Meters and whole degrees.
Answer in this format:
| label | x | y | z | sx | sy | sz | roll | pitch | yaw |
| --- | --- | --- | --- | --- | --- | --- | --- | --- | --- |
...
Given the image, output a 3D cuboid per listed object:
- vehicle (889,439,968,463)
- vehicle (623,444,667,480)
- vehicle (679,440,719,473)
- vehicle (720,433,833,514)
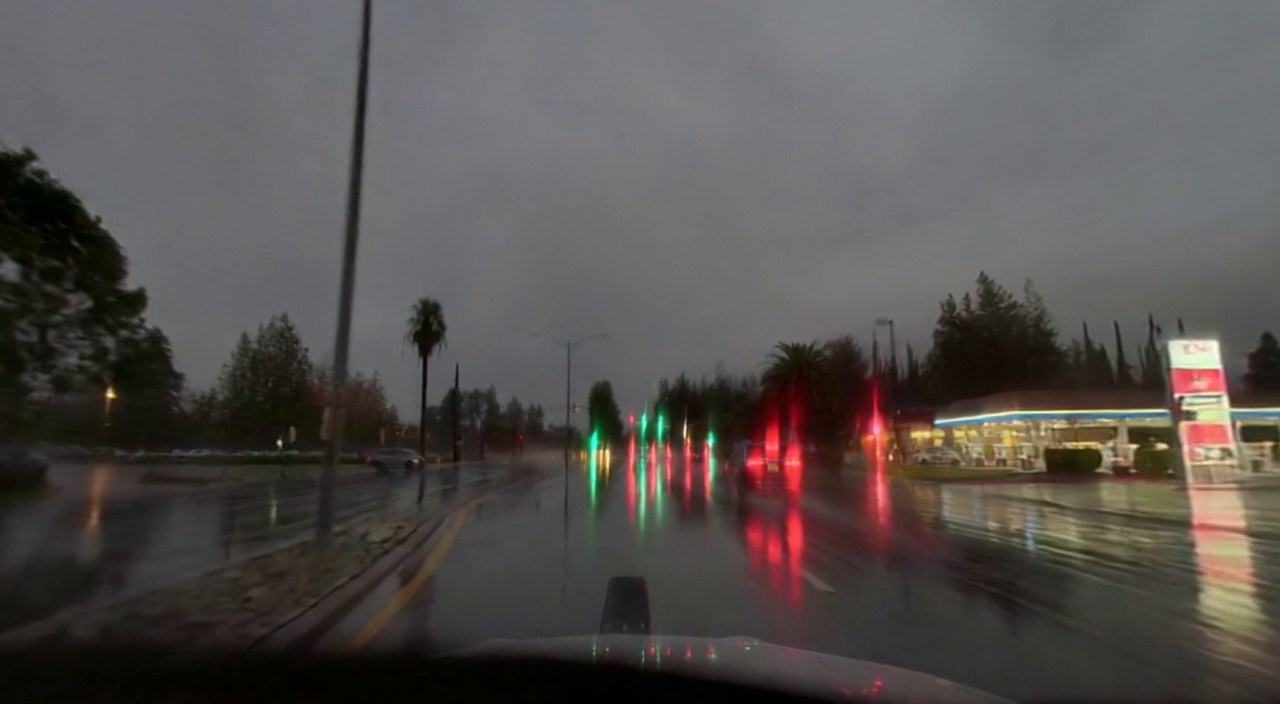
| label | x | y | z | sx | sy | sz | roll | pitch | yaw |
| --- | --- | --- | --- | --- | --- | --- | --- | --- | --- |
| vehicle | 21.807 | 7.492 | 47.776 | 4.831 | 1.816 | 2.295 | 0 | -8 | -2 |
| vehicle | 0.251 | 5.332 | 30.881 | 1.991 | 1.664 | 3.814 | 0 | -8 | 0 |
| vehicle | 3.824 | 6.844 | 41.576 | 2.154 | 1.975 | 4.634 | 0 | -8 | -1 |
| vehicle | 3.238 | 2.938 | 15.738 | 1.872 | 1.752 | 3.896 | 0 | -8 | -1 |
